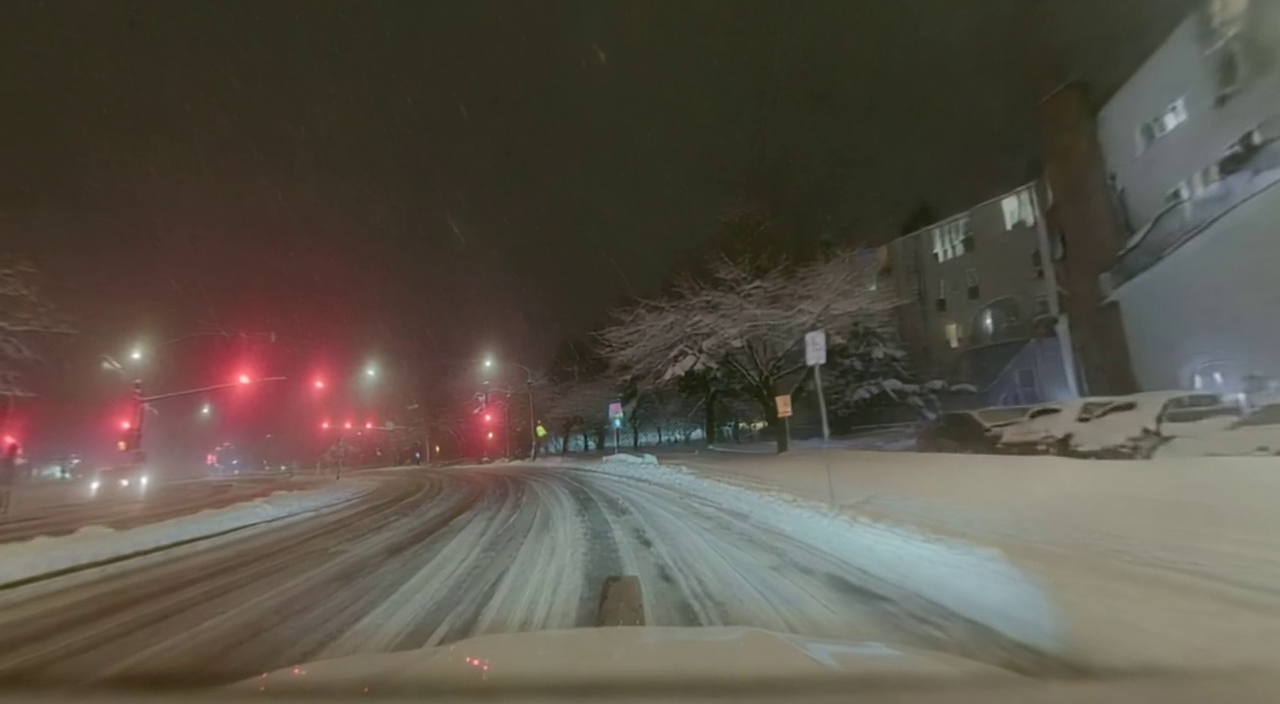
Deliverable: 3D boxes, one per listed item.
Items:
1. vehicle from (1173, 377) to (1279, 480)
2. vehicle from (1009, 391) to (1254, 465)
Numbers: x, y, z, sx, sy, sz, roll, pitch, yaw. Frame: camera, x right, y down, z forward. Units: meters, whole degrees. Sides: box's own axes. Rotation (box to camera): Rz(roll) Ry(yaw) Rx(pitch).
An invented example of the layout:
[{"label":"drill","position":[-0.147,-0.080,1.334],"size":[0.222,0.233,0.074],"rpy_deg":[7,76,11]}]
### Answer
[{"label":"vehicle","position":[12.099,1.330,10.785],"size":[4.400,1.584,1.964],"rpy_deg":[1,-9,-7]},{"label":"vehicle","position":[11.884,1.880,15.472],"size":[4.441,1.654,2.044],"rpy_deg":[1,-9,-7]}]
